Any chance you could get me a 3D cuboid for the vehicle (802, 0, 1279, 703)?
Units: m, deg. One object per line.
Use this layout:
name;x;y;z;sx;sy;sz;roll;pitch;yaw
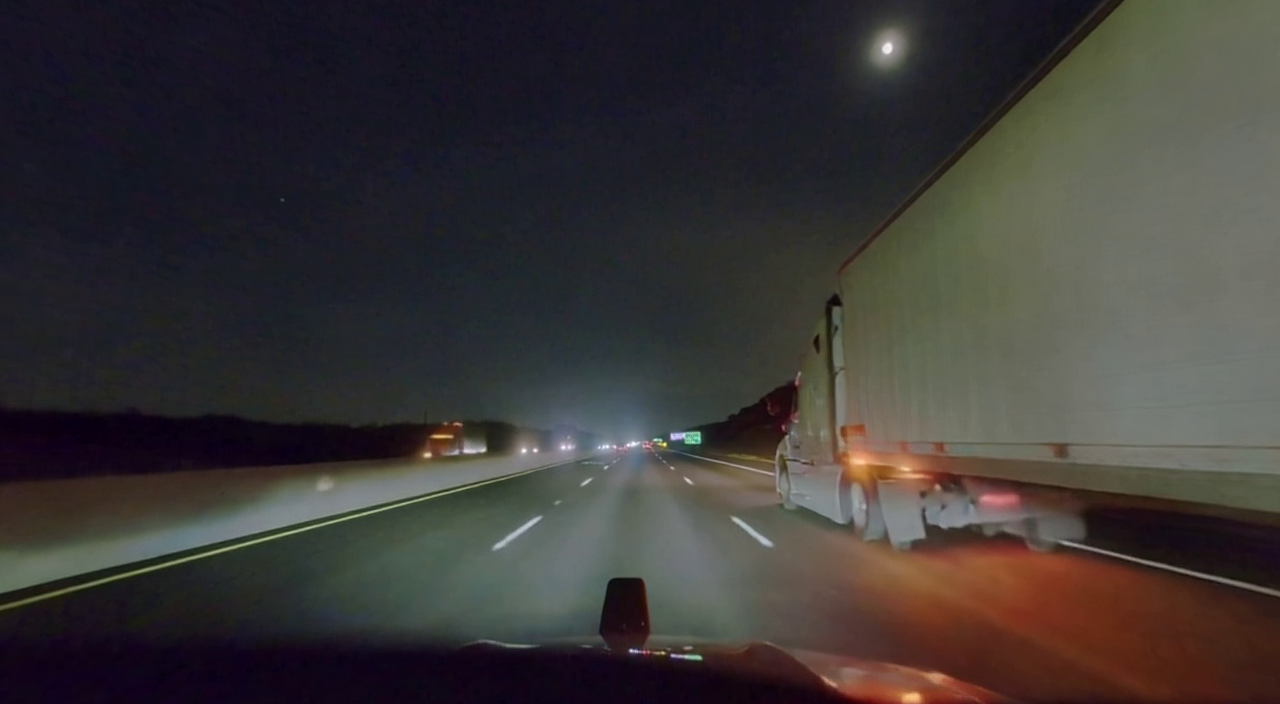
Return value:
vehicle;4.035;0.004;4.028;2.870;3.768;11.872;0;-8;0
